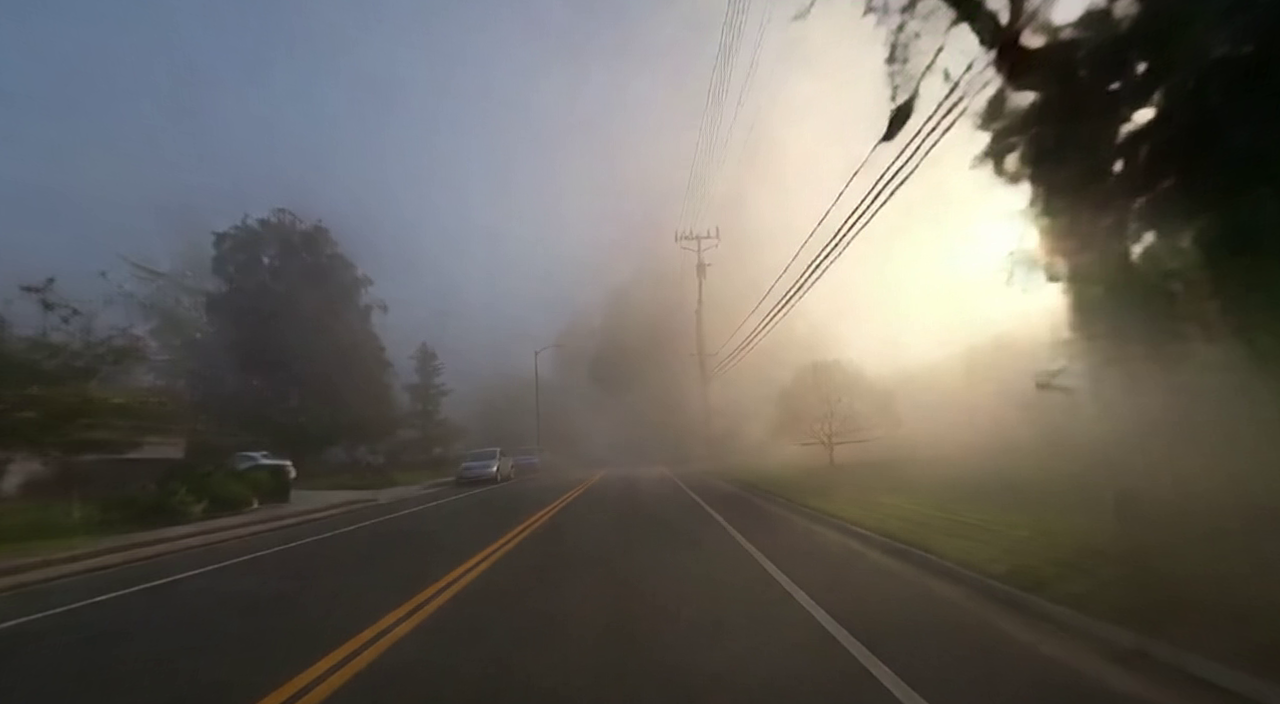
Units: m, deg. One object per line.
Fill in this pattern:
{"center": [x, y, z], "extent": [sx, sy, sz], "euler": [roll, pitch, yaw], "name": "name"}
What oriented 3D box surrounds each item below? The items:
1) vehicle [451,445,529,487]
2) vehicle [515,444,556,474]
{"center": [-6.606, 5.080, 28.373], "extent": [2.129, 1.556, 4.778], "euler": [-4, -9, 2], "name": "vehicle"}
{"center": [-6.811, 6.975, 41.387], "extent": [1.923, 1.687, 4.511], "euler": [-4, -8, -1], "name": "vehicle"}
